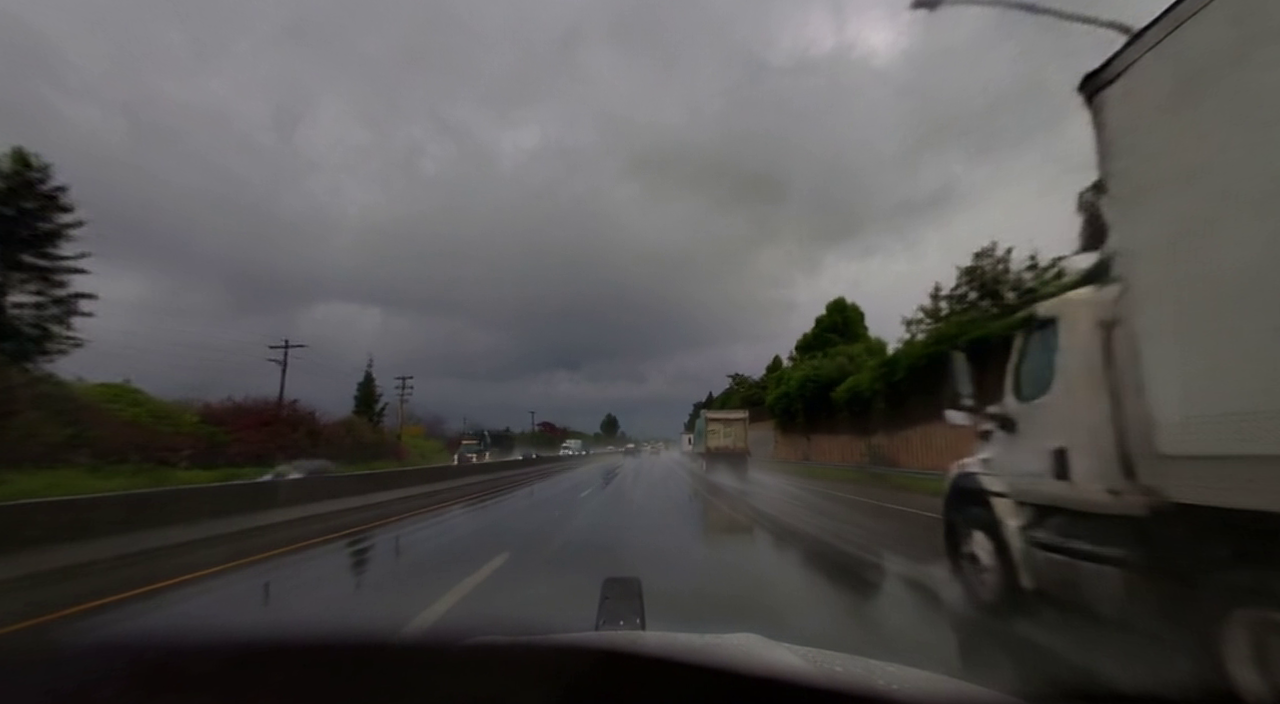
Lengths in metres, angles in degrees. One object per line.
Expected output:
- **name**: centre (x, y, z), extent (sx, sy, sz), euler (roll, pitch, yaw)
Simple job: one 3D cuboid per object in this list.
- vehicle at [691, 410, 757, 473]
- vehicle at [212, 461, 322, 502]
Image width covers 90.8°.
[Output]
- **vehicle**: centre (4.786, 5.368, 37.431), extent (2.771, 3.313, 8.121), euler (0, -9, 0)
- **vehicle**: centre (-15.119, 5.248, 25.895), extent (1.792, 1.467, 4.397), euler (0, -9, 0)
